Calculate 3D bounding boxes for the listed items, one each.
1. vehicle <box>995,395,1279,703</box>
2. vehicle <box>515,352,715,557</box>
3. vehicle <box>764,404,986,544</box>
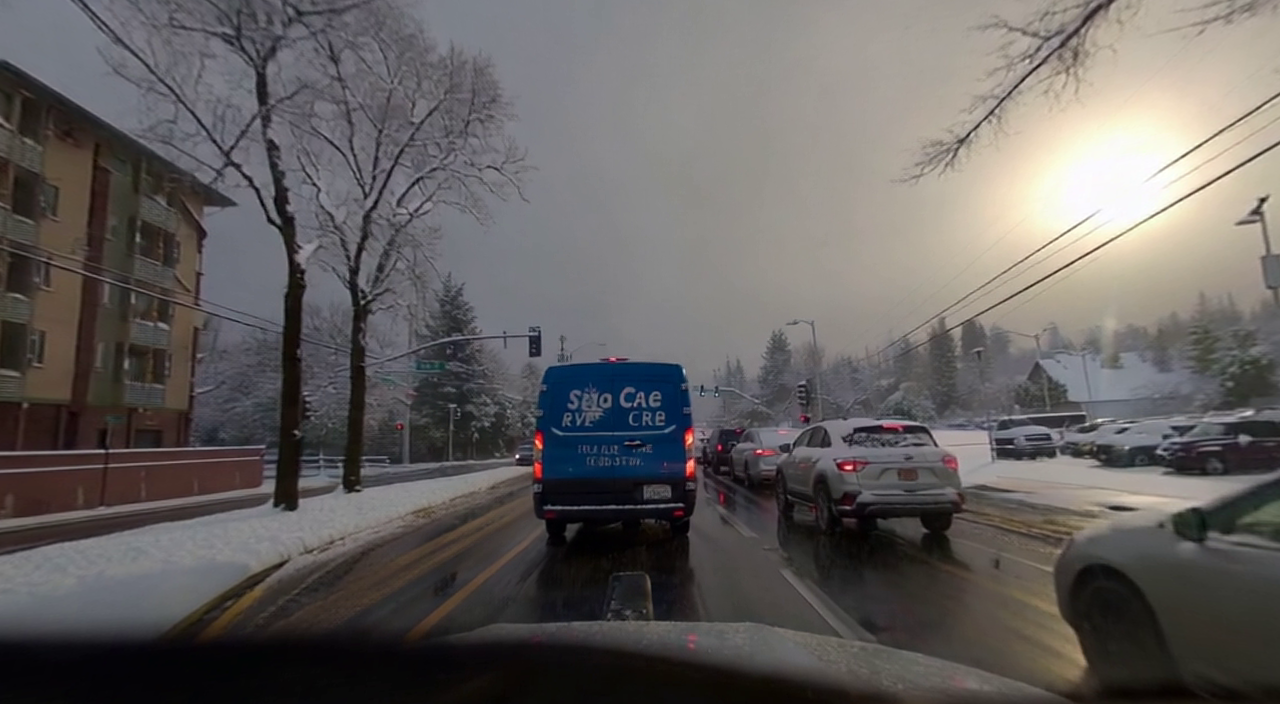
[{"bbox_3d":[3.428,0.858,2.041,1.951,1.483,4.582,0,-8,1],"label":"vehicle"},{"bbox_3d":[-0.225,1.604,10.264,2.422,2.488,4.992,0,-8,2],"label":"vehicle"},{"bbox_3d":[3.447,1.883,10.301,1.965,1.771,4.295,0,-8,0],"label":"vehicle"}]
